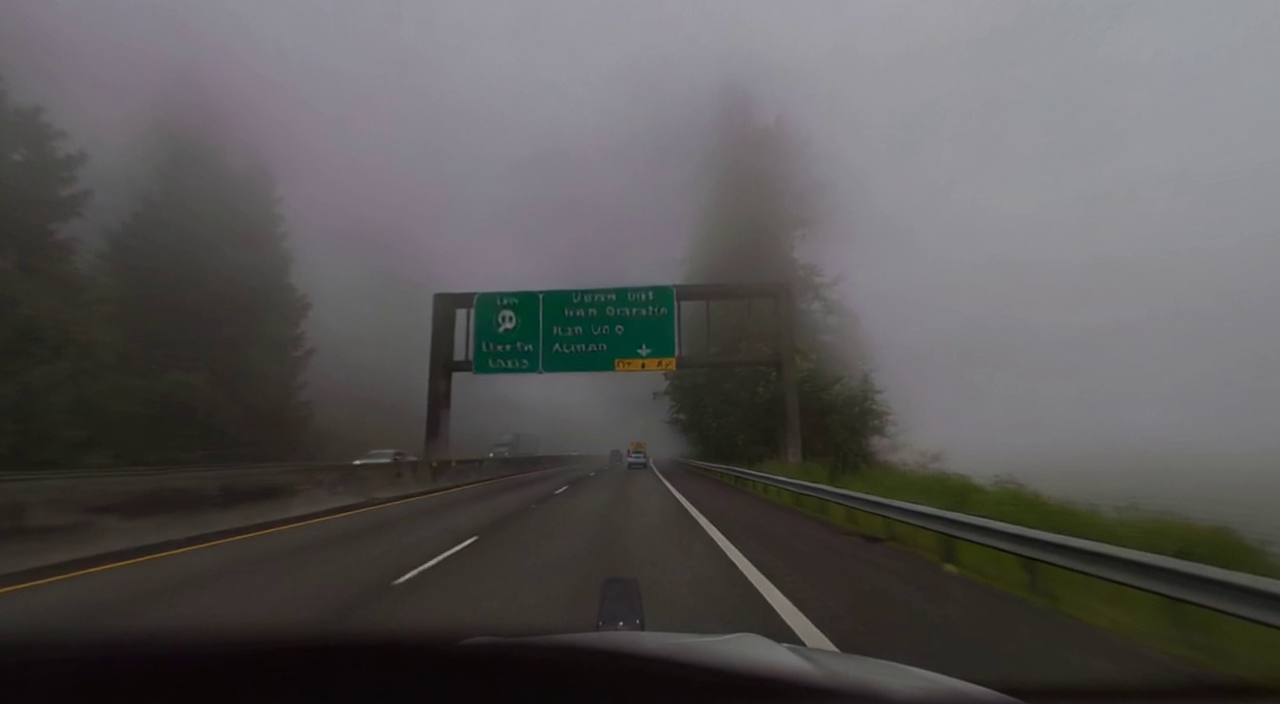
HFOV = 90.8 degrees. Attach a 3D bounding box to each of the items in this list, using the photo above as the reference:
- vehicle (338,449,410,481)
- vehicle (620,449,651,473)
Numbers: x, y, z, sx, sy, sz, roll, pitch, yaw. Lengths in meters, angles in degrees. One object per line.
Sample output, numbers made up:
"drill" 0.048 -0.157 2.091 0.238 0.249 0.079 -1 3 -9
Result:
"vehicle" -12.557 5.347 30.074 1.810 1.424 3.661 0 -9 0
"vehicle" -0.298 6.765 39.328 1.853 1.436 3.438 0 -9 -1
